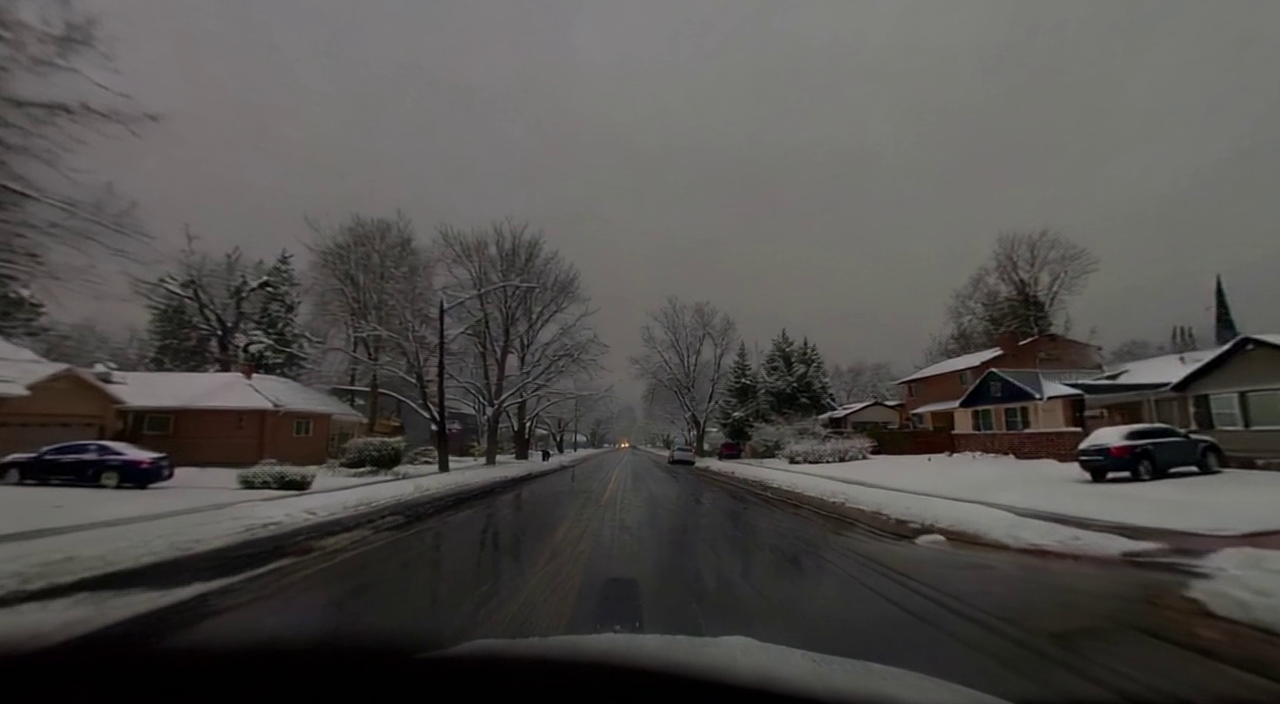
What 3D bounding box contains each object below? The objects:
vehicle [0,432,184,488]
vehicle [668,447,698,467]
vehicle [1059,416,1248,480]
[{"bbox_3d":[-16.013,3.069,17.967,4.351,1.474,2.015,0,-9,-2],"label":"vehicle"},{"bbox_3d":[3.336,8.208,49.357,2.011,1.521,4.292,0,-9,0],"label":"vehicle"},{"bbox_3d":[15.202,2.845,18.702,4.468,1.728,2.135,3,-9,-19],"label":"vehicle"}]
